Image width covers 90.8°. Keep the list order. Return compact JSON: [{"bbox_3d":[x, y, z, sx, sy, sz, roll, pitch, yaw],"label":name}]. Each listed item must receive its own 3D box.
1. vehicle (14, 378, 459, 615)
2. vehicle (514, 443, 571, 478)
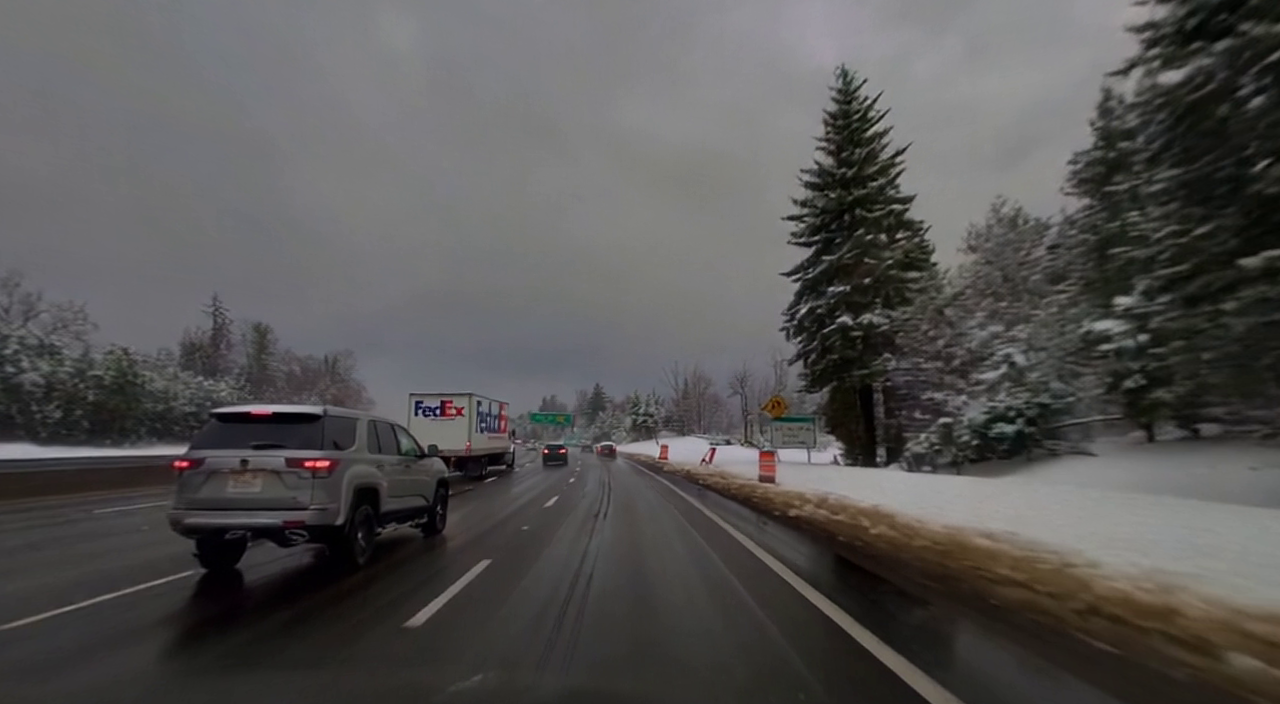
[{"bbox_3d":[-3.897,1.490,7.442,2.170,1.886,4.628,0,-9,-1],"label":"vehicle"},{"bbox_3d":[-4.461,5.036,29.588,2.192,1.478,4.591,0,-9,-3],"label":"vehicle"}]
